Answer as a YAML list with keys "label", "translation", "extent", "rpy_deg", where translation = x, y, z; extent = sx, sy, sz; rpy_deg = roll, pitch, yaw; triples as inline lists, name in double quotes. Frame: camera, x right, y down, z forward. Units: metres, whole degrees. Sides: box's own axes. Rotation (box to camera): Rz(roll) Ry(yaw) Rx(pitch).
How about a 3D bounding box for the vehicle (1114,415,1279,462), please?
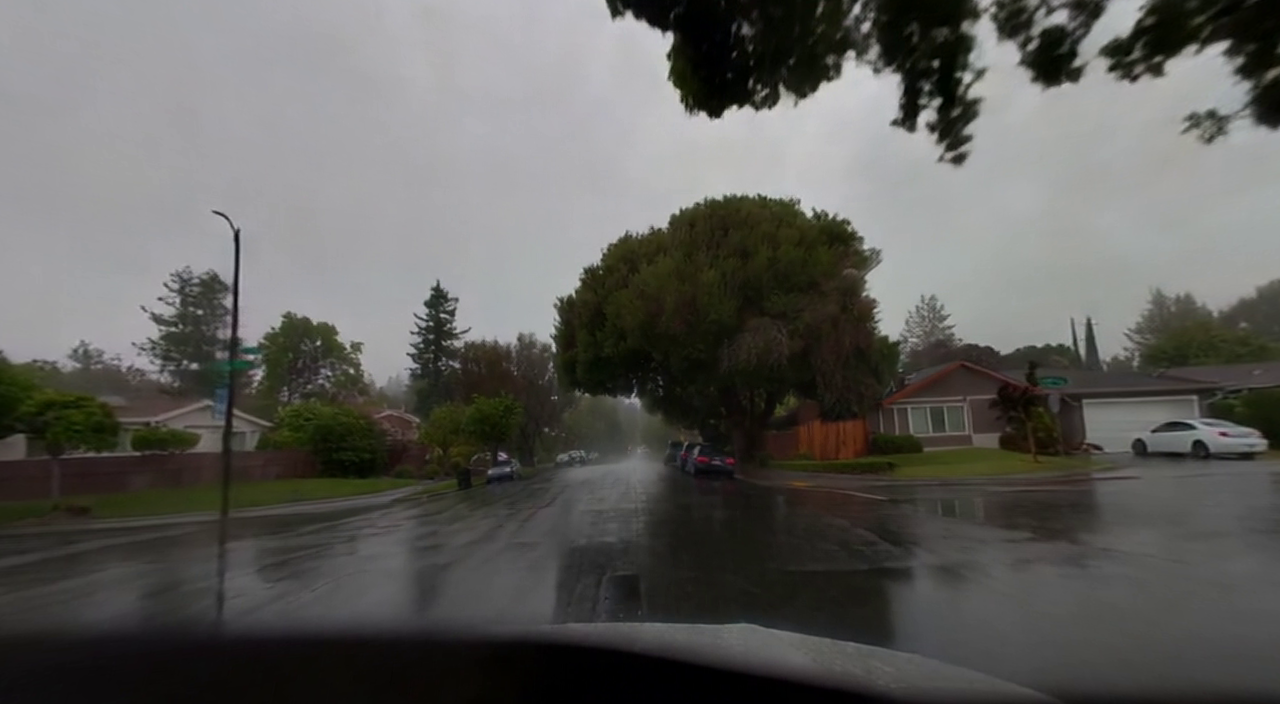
- label: "vehicle"
  translation: [19.371, 3.089, 22.278]
  extent: [1.839, 1.466, 4.486]
  rpy_deg: [0, -9, 0]

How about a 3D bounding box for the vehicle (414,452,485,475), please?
- label: "vehicle"
  translation: [-13.466, 7.878, 44.924]
  extent: [4.423, 1.522, 1.961]
  rpy_deg: [0, -9, -1]

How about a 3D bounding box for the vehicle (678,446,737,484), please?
- label: "vehicle"
  translation: [2.815, 4.809, 27.290]
  extent: [1.881, 1.487, 4.183]
  rpy_deg: [0, -9, -3]
